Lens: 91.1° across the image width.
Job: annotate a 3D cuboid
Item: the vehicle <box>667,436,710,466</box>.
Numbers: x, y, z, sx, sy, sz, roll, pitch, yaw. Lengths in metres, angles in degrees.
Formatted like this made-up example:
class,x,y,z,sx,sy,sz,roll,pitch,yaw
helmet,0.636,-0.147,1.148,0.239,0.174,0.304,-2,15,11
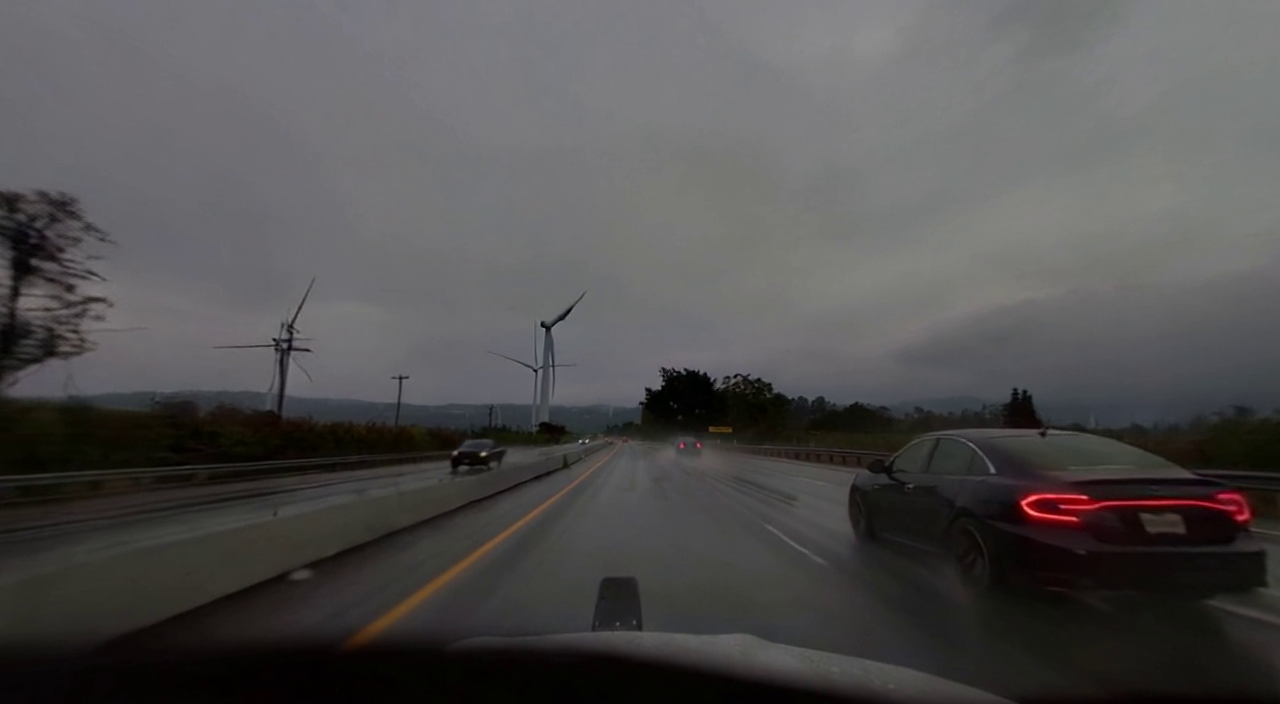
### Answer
class,x,y,z,sx,sy,sz,roll,pitch,yaw
vehicle,2.803,5.836,37.455,2.066,1.661,4.500,0,-8,-2

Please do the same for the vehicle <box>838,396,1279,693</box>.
class,x,y,z,sx,sy,sz,roll,pitch,yaw
vehicle,3.576,1.351,5.706,2.038,1.624,4.312,0,-8,-1

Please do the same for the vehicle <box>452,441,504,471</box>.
class,x,y,z,sx,sy,sz,roll,pitch,yaw
vehicle,-8.971,5.777,35.082,1.886,1.540,3.814,0,-8,0
